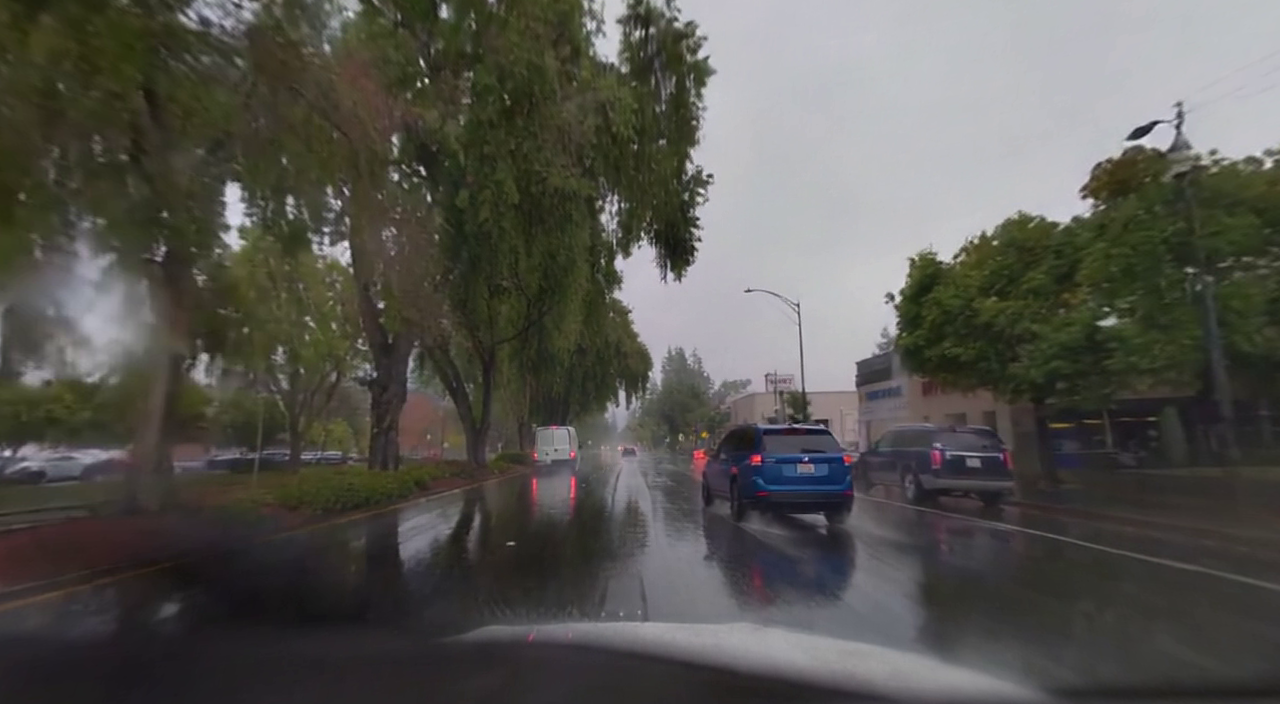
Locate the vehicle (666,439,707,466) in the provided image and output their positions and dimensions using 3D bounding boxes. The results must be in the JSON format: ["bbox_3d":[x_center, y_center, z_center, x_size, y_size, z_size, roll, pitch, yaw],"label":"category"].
[{"bbox_3d":[2.724,6.060,38.118,1.953,1.509,4.186,0,-8,-2],"label":"vehicle"}]

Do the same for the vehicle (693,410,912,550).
[{"bbox_3d":[2.246,1.923,10.154,2.168,1.725,4.192,0,-8,-3],"label":"vehicle"}]

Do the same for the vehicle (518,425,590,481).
[{"bbox_3d":[-3.430,4.183,26.415,2.357,2.063,5.488,0,-8,-1],"label":"vehicle"}]

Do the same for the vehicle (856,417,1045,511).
[{"bbox_3d":[6.875,2.534,14.718,1.945,1.797,4.591,0,-8,-1],"label":"vehicle"}]
